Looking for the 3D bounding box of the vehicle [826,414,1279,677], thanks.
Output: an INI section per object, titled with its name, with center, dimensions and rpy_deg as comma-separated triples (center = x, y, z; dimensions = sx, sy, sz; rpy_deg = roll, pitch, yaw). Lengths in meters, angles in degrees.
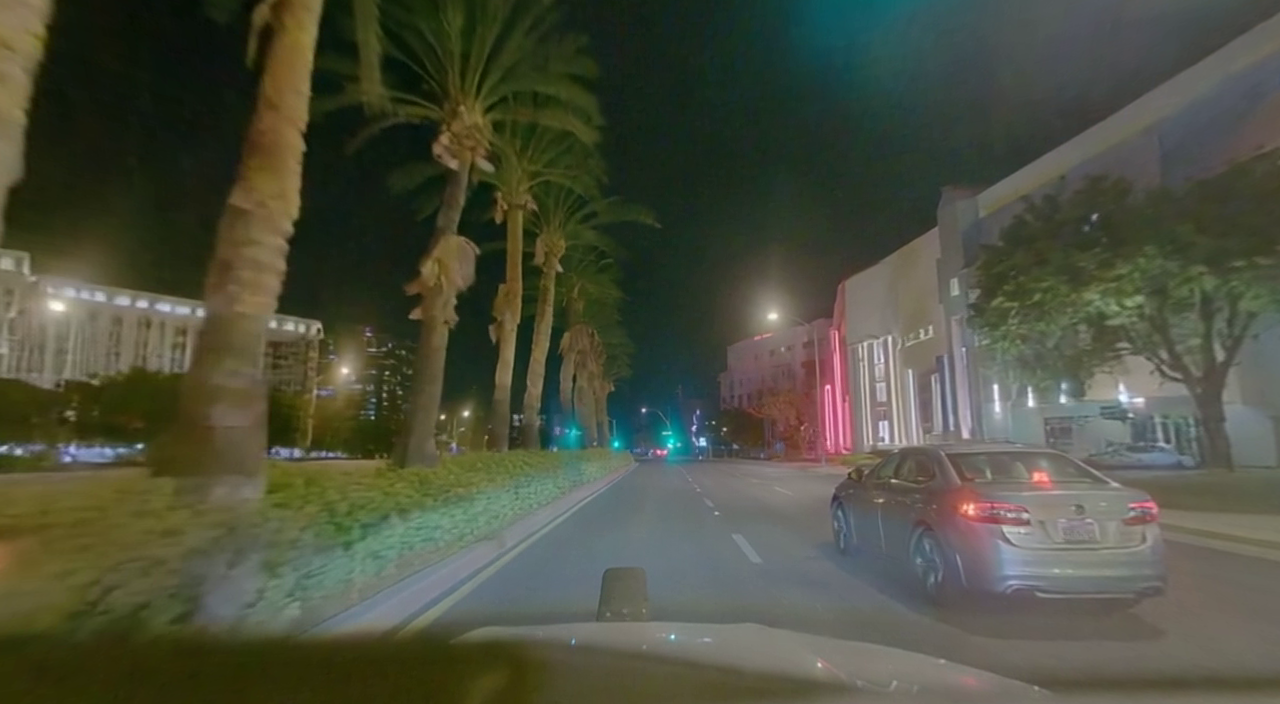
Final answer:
[vehicle]
center = 3.368, 1.490, 5.993
dimensions = 1.867, 1.554, 4.301
rpy_deg = 0, -9, 0
